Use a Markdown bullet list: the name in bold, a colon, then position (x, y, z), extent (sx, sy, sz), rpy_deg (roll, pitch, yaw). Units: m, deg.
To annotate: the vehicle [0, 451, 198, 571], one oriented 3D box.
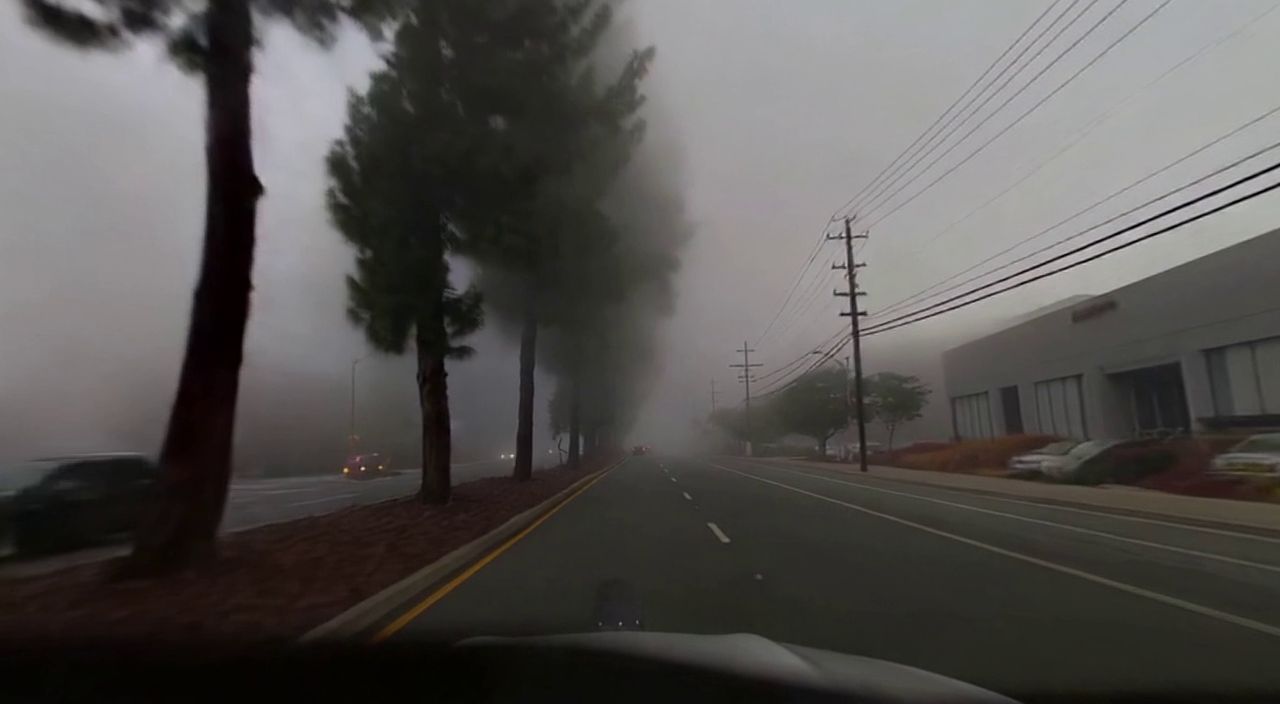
- **vehicle**: position (-9.183, 2.250, 9.325), extent (1.900, 1.488, 4.675), rpy_deg (0, -8, 0)
